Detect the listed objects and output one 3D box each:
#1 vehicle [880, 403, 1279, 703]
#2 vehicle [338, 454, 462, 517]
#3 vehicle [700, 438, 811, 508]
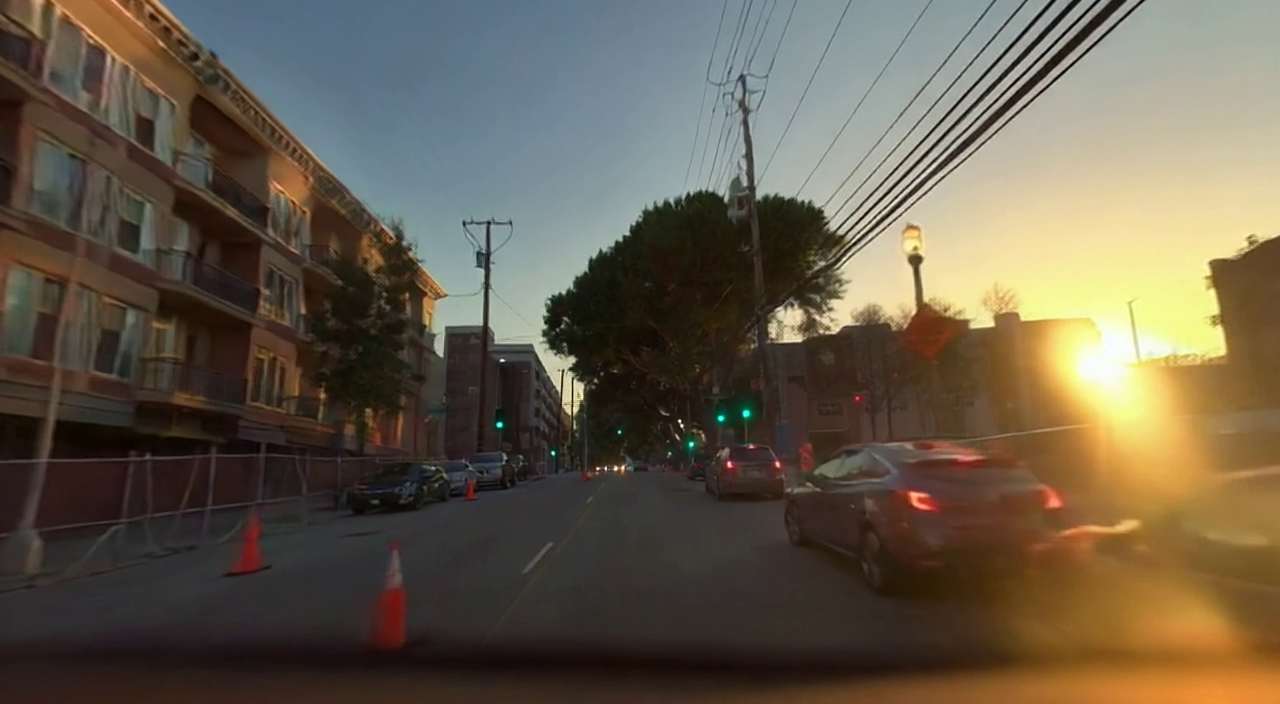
[{"bbox_3d":[2.911,0.989,2.460,2.010,1.499,4.754,0,-8,-1],"label":"vehicle"},{"bbox_3d":[-6.542,3.650,17.811,1.968,1.450,4.271,0,-8,-2],"label":"vehicle"},{"bbox_3d":[3.168,3.440,18.505,2.141,1.737,5.009,0,-9,-2],"label":"vehicle"}]
